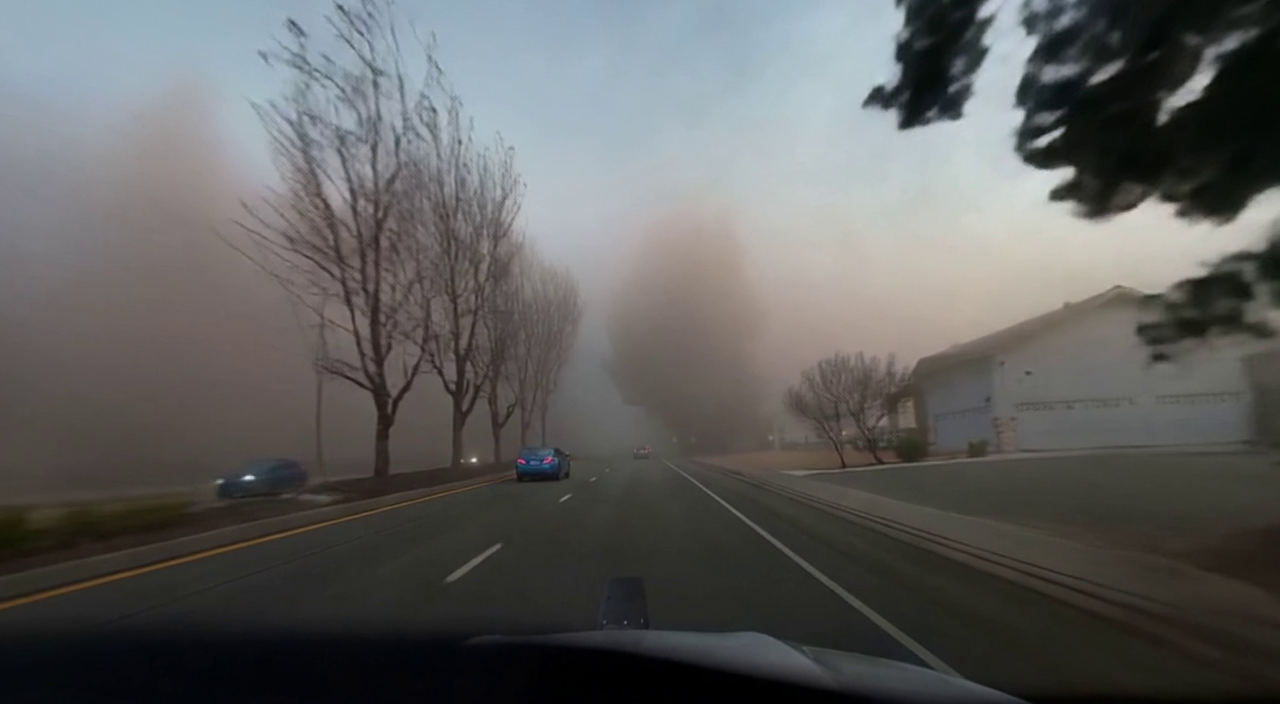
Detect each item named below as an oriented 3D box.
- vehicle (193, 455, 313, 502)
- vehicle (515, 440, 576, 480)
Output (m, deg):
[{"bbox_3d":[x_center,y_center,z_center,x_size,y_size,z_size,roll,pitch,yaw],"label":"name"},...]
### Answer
[{"bbox_3d":[-15.260,4.961,25.206,1.752,1.590,4.745,0,-9,0],"label":"vehicle"},{"bbox_3d":[-4.087,4.732,27.871,1.914,1.630,4.351,0,-9,1],"label":"vehicle"}]
